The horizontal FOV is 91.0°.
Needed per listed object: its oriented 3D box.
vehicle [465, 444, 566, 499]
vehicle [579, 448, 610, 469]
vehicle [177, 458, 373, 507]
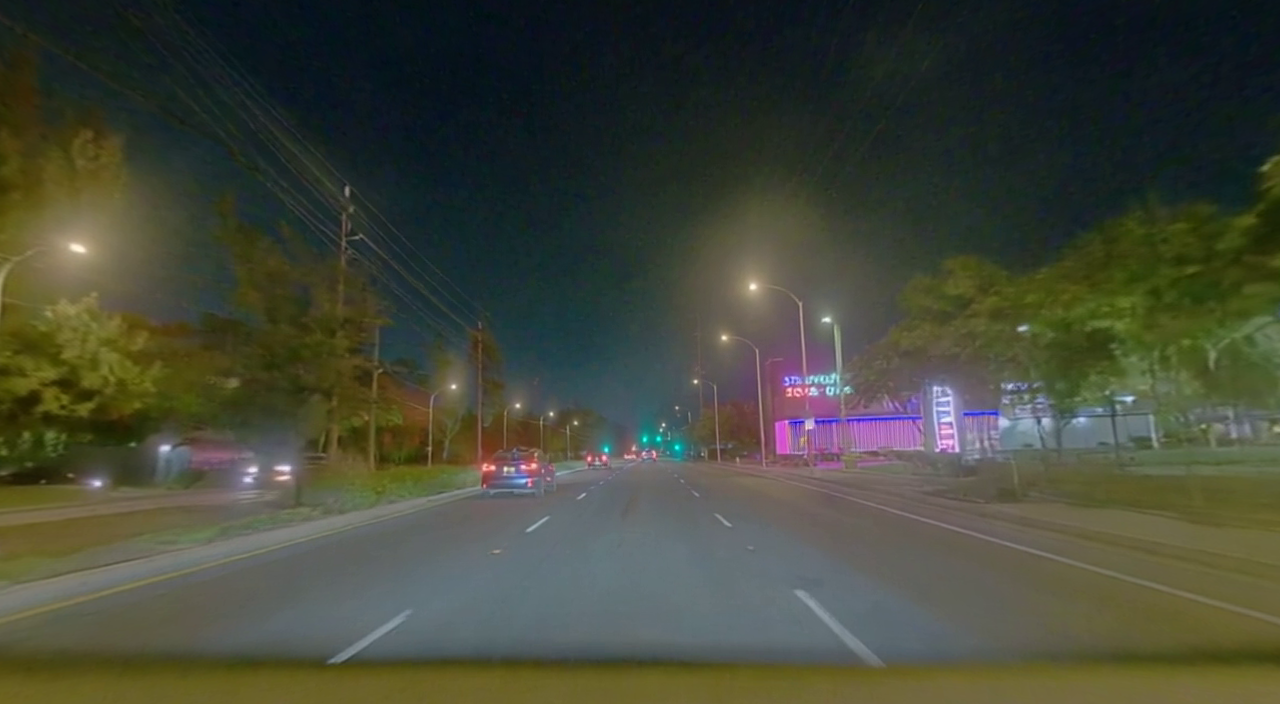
[{"bbox_3d":[-3.560,3.496,18.868,2.076,1.444,4.328,0,-9,1],"label":"vehicle"},{"bbox_3d":[-3.500,8.257,48.991,2.039,1.479,4.257,0,-9,1],"label":"vehicle"},{"bbox_3d":[-7.976,2.871,14.161,2.700,0.905,2.928,0,-9,-2],"label":"vehicle"}]
